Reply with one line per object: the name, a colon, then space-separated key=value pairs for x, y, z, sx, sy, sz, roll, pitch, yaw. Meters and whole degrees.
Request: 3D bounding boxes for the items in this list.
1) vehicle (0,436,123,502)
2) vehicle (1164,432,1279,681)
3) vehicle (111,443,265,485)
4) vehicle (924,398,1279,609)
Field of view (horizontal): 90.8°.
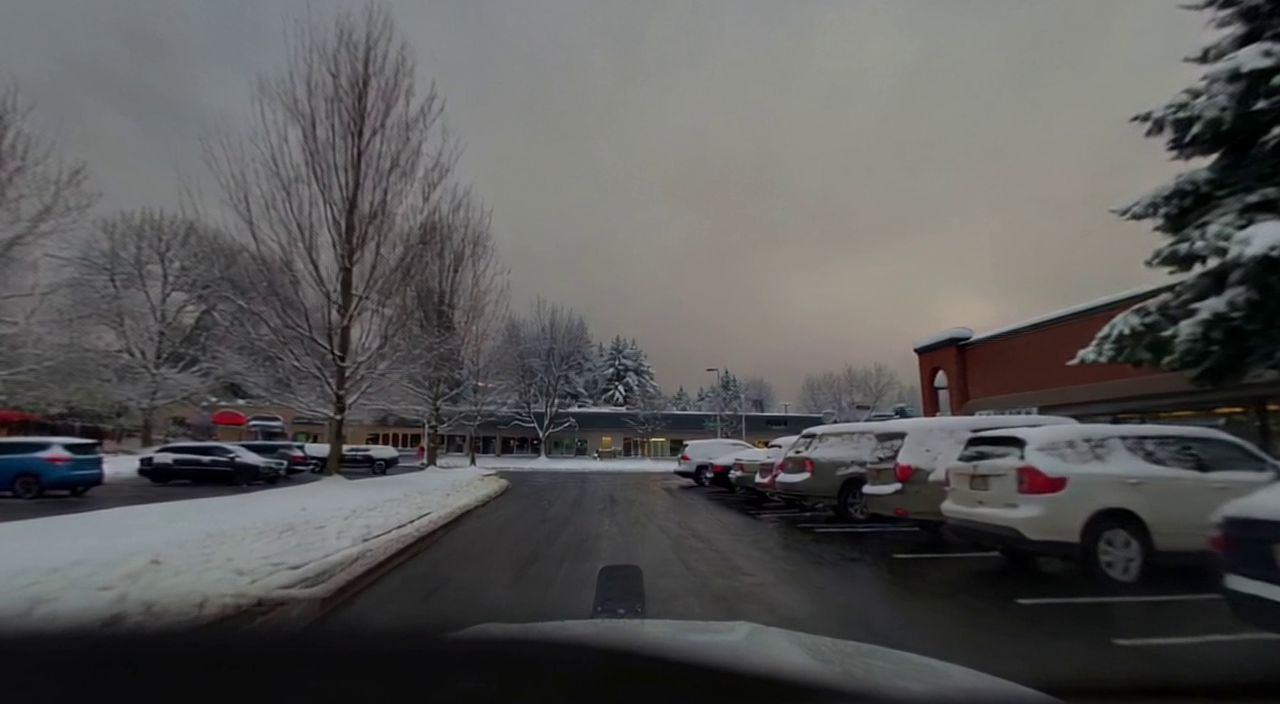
vehicle: x=-15.697 y=2.880 z=15.713 sx=4.197 sy=1.526 sz=1.977 roll=7 pitch=-11 yaw=-40
vehicle: x=6.017 y=1.210 z=3.694 sx=4.298 sy=1.476 sz=1.921 roll=1 pitch=-8 yaw=-5
vehicle: x=-17.609 y=4.333 z=24.807 sx=4.651 sy=1.494 sz=1.914 roll=6 pitch=-11 yaw=-37
vehicle: x=5.963 y=1.551 z=7.074 sx=4.409 sy=1.892 sz=2.298 roll=0 pitch=-8 yaw=-4
